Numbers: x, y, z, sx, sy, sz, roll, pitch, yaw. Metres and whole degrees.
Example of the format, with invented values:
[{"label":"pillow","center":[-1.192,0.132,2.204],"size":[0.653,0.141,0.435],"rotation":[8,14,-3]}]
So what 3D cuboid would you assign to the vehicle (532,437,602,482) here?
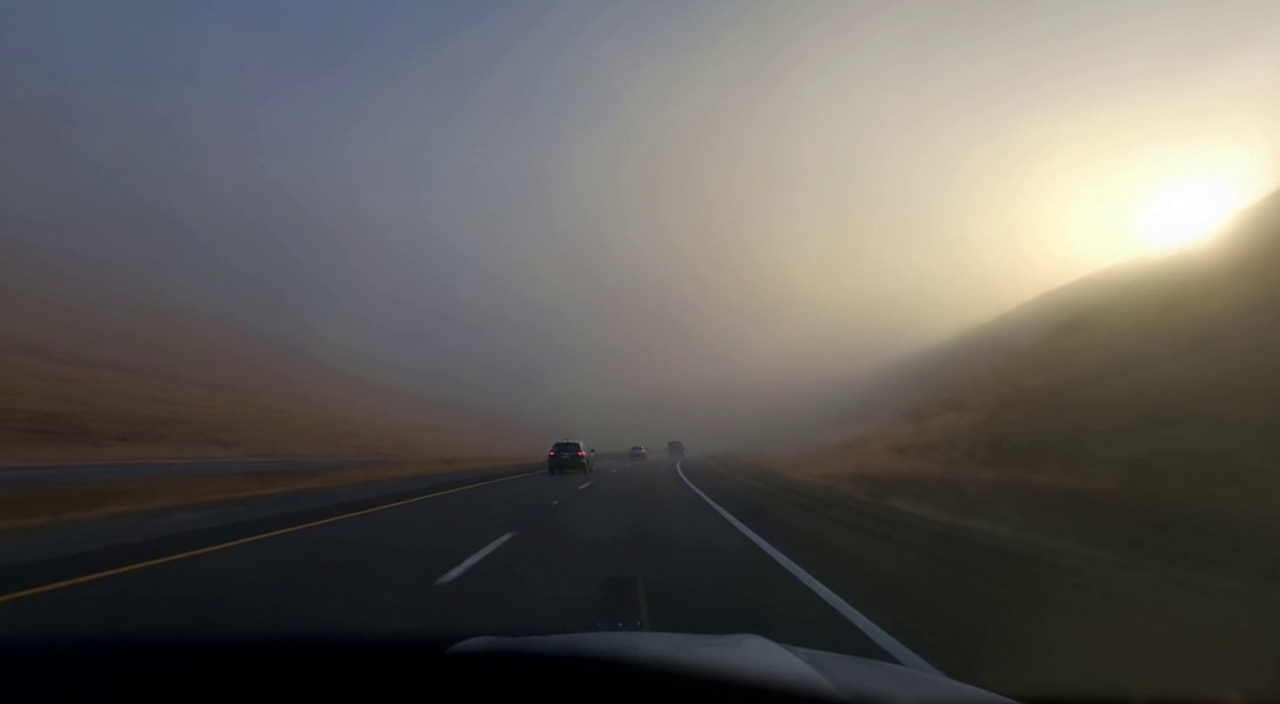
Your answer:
[{"label":"vehicle","center":[-2.998,4.557,27.013],"size":[2.252,1.743,4.560],"rotation":[-1,-9,3]}]
